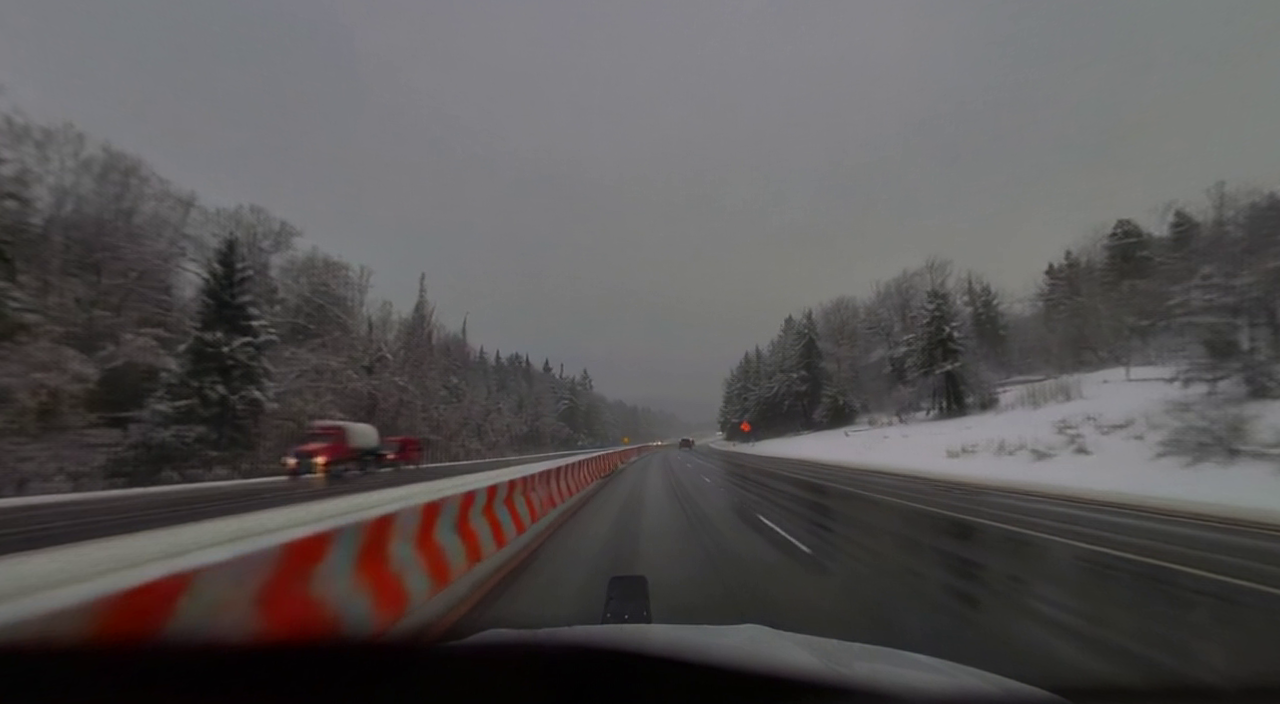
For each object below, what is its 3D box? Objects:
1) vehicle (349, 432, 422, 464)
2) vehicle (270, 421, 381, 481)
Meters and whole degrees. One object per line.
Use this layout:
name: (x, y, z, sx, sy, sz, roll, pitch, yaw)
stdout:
vehicle: (-14.507, 5.514, 36.190, 1.984, 1.726, 4.775, 0, -8, 3)
vehicle: (-14.593, 4.641, 29.640, 2.268, 2.551, 5.343, 0, -8, 2)
